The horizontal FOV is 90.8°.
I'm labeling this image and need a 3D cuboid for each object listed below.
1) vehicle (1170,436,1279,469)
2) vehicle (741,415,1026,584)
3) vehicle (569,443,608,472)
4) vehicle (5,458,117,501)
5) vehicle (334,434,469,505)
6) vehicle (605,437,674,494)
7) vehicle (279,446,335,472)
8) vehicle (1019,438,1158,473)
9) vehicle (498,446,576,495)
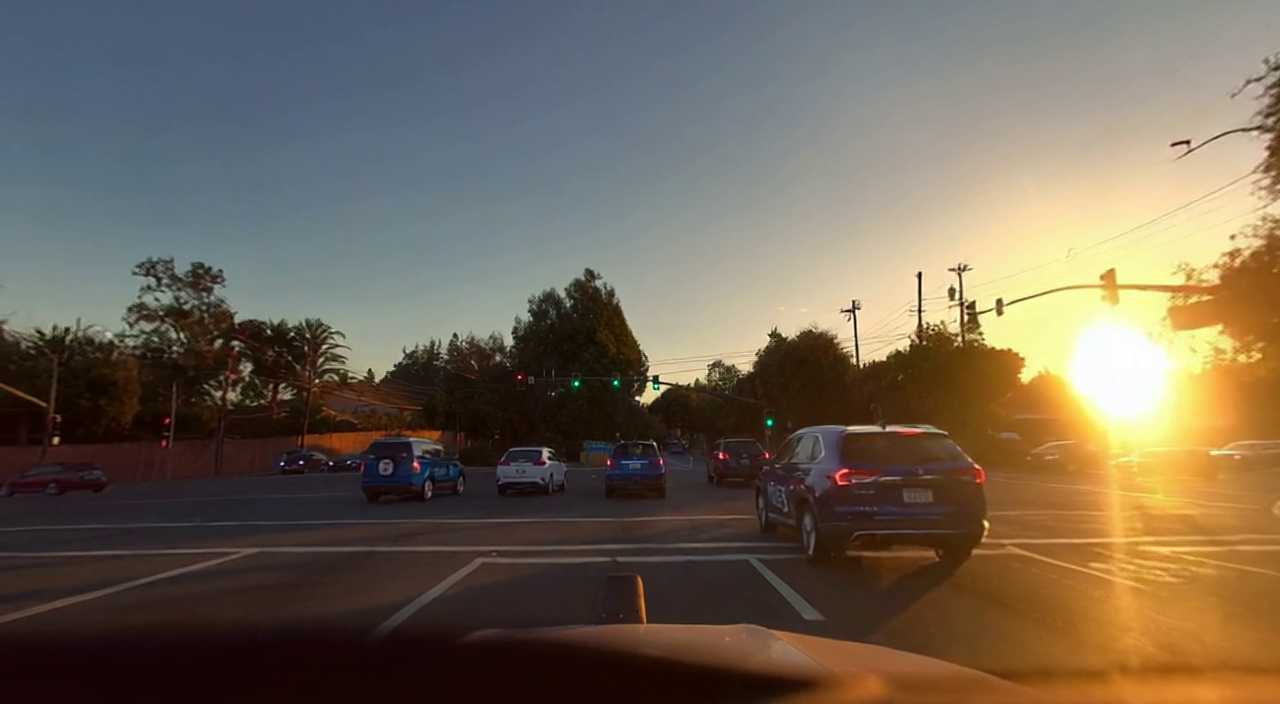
[{"bbox_3d":[27.736,4.678,29.393,4.514,1.459,1.847,0,-9,-2],"label":"vehicle"},{"bbox_3d":[2.780,1.805,8.567,2.034,1.655,4.465,0,-9,-1],"label":"vehicle"},{"bbox_3d":[-3.171,6.595,39.698,1.939,1.652,4.268,0,-9,2],"label":"vehicle"},{"bbox_3d":[-23.215,5.037,25.301,4.450,1.491,1.974,-5,-10,30],"label":"vehicle"},{"bbox_3d":[-6.784,3.391,18.653,2.116,1.812,4.609,0,-9,1],"label":"vehicle"},{"bbox_3d":[-0.009,3.752,21.265,2.111,1.712,4.078,0,-9,0],"label":"vehicle"},{"bbox_3d":[-24.965,8.022,47.492,1.889,1.814,4.086,0,-9,1],"label":"vehicle"},{"bbox_3d":[20.299,4.703,28.755,4.830,1.493,1.930,0,-9,-1],"label":"vehicle"},{"bbox_3d":[-3.372,3.967,21.592,1.881,1.466,4.484,0,-9,1],"label":"vehicle"}]
